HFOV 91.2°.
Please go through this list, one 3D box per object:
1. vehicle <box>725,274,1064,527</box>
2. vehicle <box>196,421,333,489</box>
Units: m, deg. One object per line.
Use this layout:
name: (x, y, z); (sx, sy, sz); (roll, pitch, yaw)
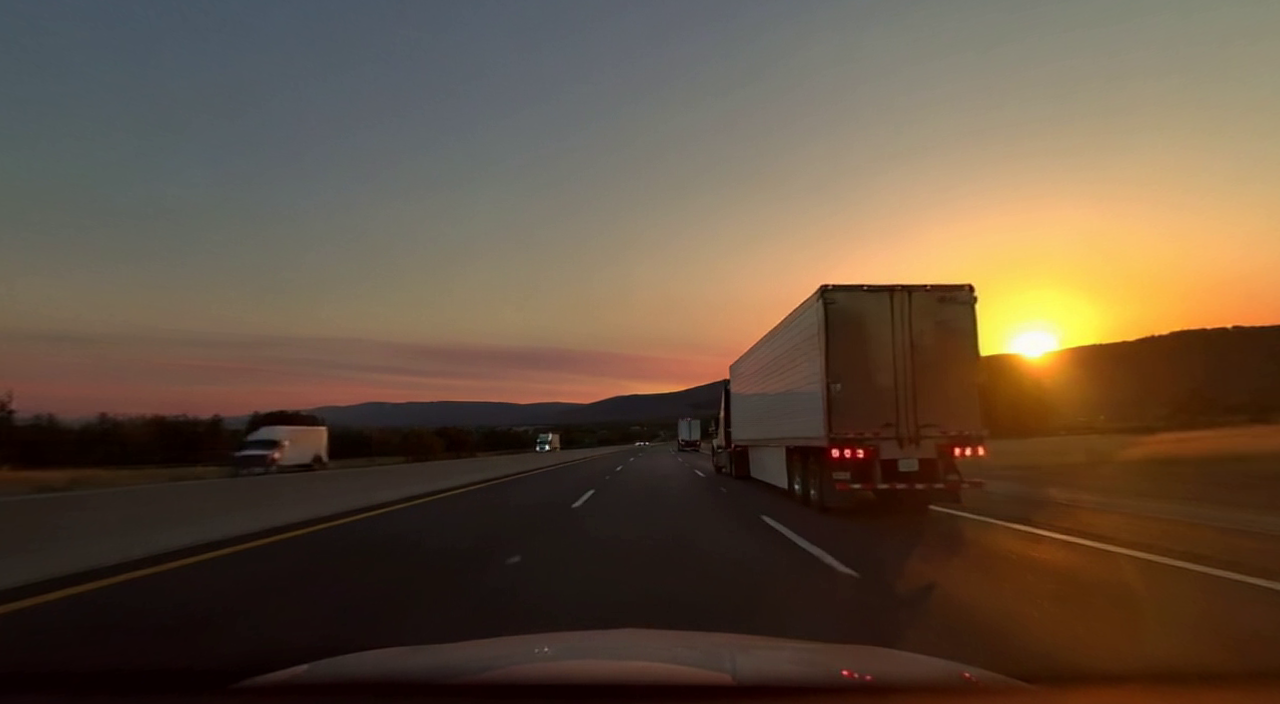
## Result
vehicle: (4.902, 1.778, 17.056); (3.485, 3.975, 14.489); (0, -8, 1)
vehicle: (-19.604, 5.434, 33.420); (2.652, 3.205, 7.070); (0, -8, 2)
